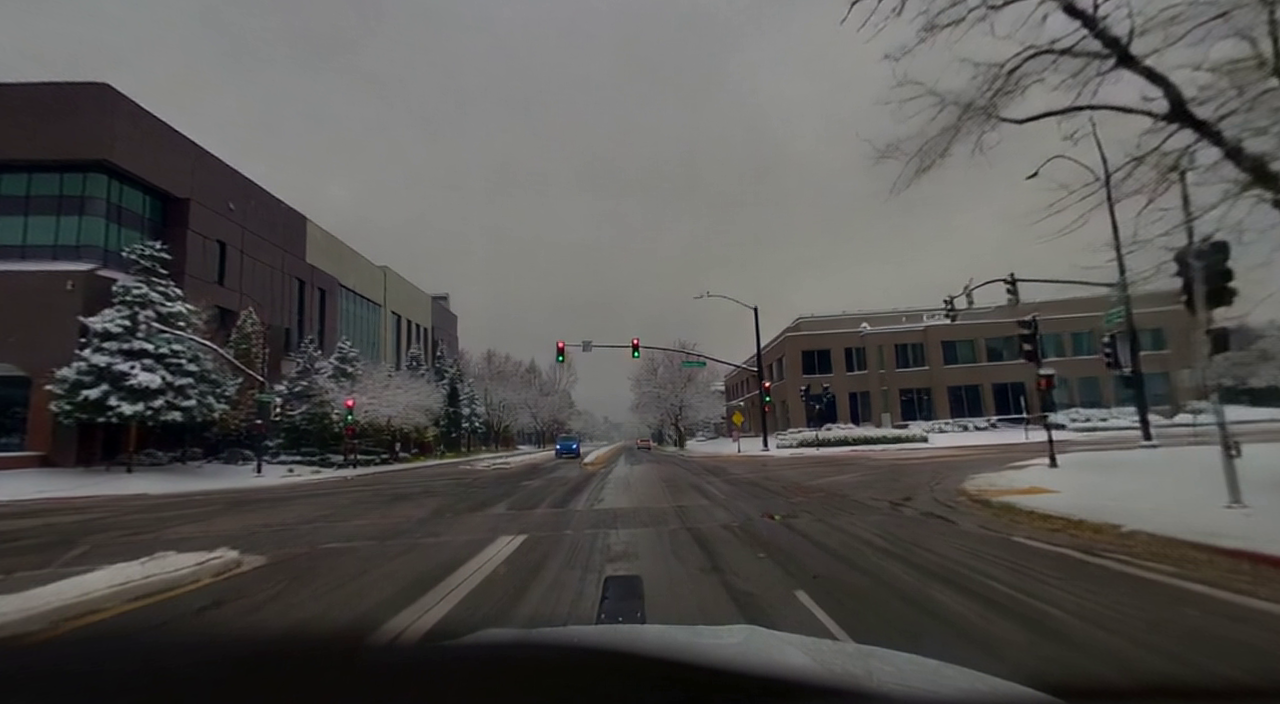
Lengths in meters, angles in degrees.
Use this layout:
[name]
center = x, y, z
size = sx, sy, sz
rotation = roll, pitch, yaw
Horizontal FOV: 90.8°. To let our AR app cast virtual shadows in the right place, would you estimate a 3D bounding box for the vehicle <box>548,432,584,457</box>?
[vehicle]
center = -5.235, 6.623, 45.083
size = 1.988, 1.666, 4.074
rotation = 0, -9, 1
